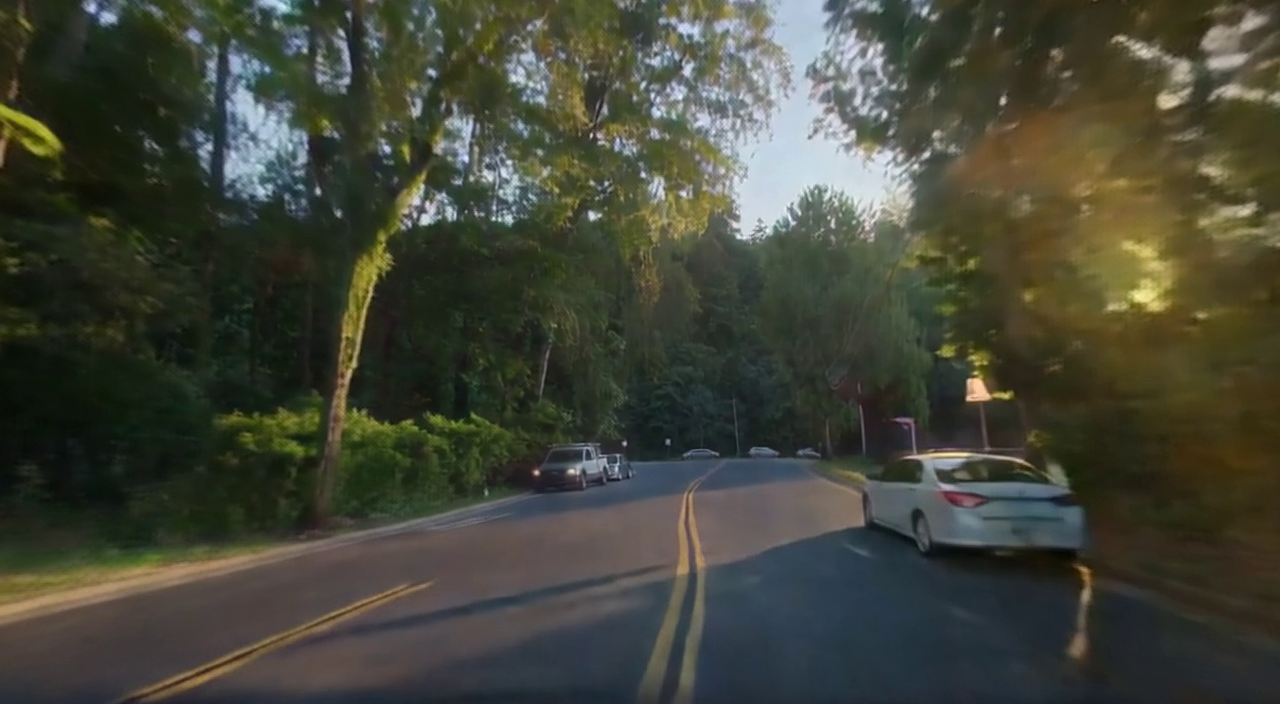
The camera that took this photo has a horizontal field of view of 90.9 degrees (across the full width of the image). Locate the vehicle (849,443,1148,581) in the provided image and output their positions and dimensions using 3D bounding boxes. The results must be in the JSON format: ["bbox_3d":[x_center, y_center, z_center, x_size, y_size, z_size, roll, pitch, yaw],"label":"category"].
[{"bbox_3d":[4.542,2.023,9.004,2.033,1.424,4.560,-1,-8,7],"label":"vehicle"}]

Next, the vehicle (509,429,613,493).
[{"bbox_3d":[-3.002,4.520,25.513,2.583,2.167,5.667,-5,-13,9],"label":"vehicle"}]
